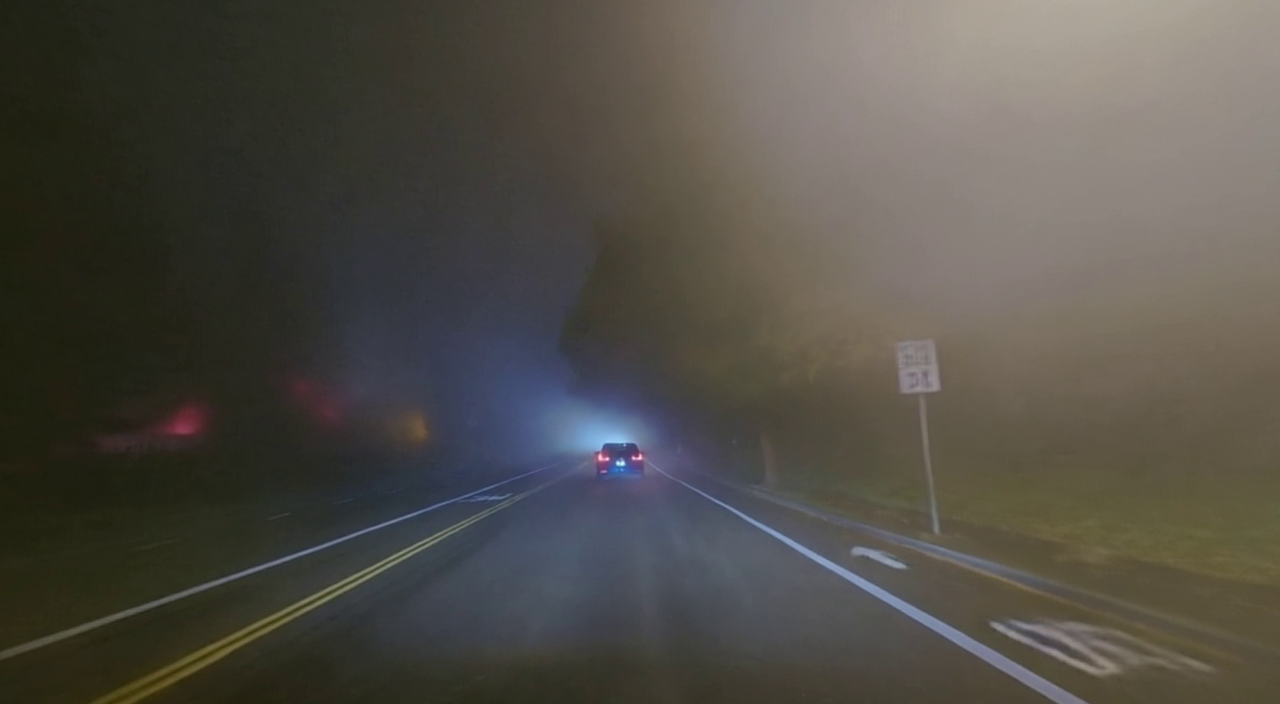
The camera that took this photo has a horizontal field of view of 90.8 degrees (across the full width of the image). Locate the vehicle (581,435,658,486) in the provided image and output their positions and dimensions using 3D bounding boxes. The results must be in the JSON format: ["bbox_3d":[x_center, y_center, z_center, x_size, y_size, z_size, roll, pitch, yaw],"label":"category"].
[{"bbox_3d":[-0.660,3.590,21.186,2.295,1.510,4.364,0,-8,-1],"label":"vehicle"}]
